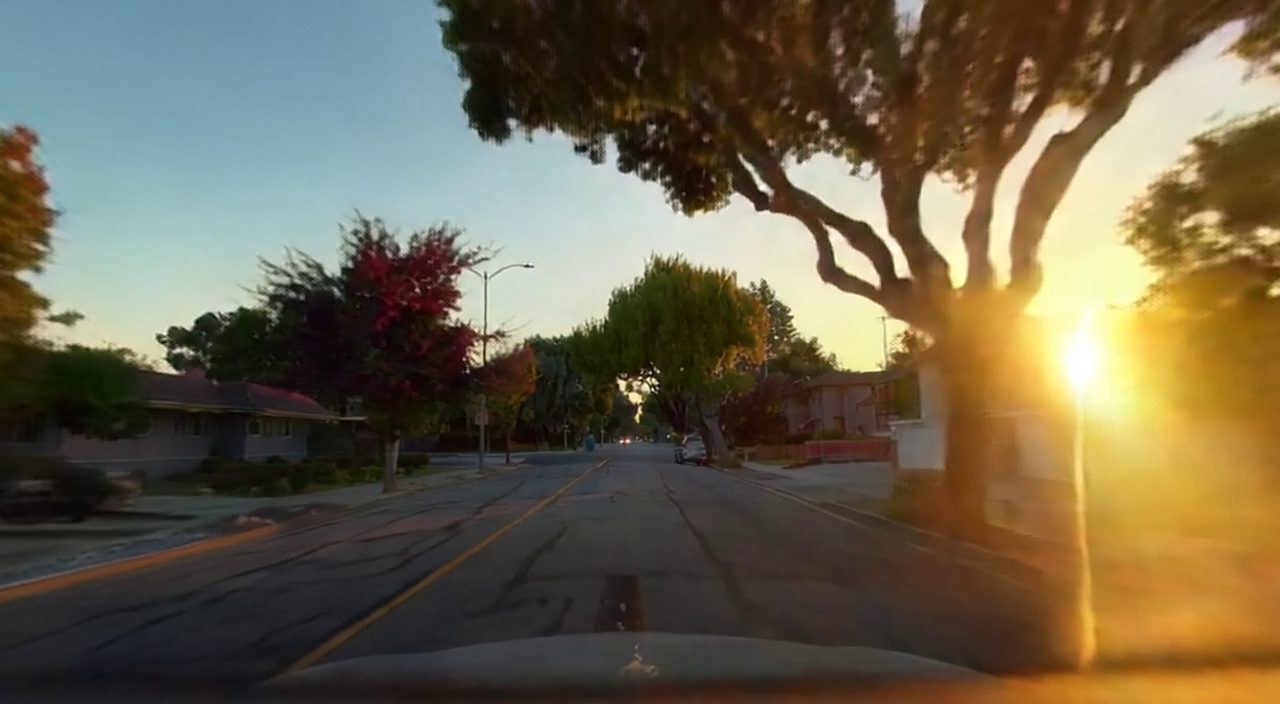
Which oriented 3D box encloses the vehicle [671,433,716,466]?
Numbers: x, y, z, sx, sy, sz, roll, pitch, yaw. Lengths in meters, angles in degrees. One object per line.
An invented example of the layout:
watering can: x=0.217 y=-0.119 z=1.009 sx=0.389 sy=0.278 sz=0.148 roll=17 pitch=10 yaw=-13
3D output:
vehicle: x=2.941 y=5.462 z=35.517 sx=2.086 sy=1.726 sz=4.384 roll=0 pitch=-8 yaw=0
